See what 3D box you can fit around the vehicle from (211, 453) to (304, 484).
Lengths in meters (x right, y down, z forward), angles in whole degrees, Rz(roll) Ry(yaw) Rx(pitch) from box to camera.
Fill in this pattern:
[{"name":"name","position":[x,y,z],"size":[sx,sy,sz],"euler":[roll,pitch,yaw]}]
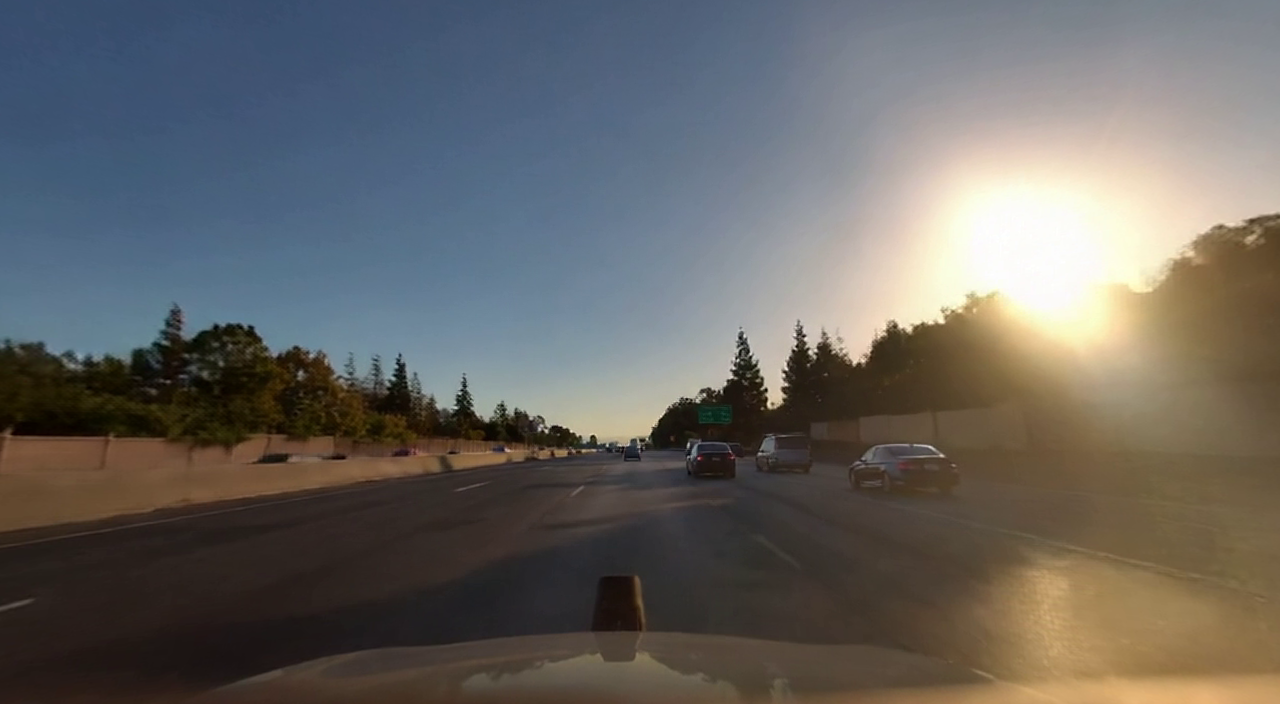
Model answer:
[{"name":"vehicle","position":[-20.066,6.089,33.420],"size":[1.998,1.460,4.654],"euler":[0,-9,0]}]

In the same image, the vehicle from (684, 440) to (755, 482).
[{"name":"vehicle","position":[3.057,4.309,25.297],"size":[2.076,1.472,4.562],"euler":[0,-9,-2]}]

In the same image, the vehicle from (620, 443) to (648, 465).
[{"name":"vehicle","position":[-0.513,7.786,48.354],"size":[2.029,1.595,4.207],"euler":[0,-9,-2]}]

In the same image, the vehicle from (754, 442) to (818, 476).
[{"name":"vehicle","position":[6.998,5.155,30.764],"size":[1.946,1.497,4.467],"euler":[0,-9,-2]}]
